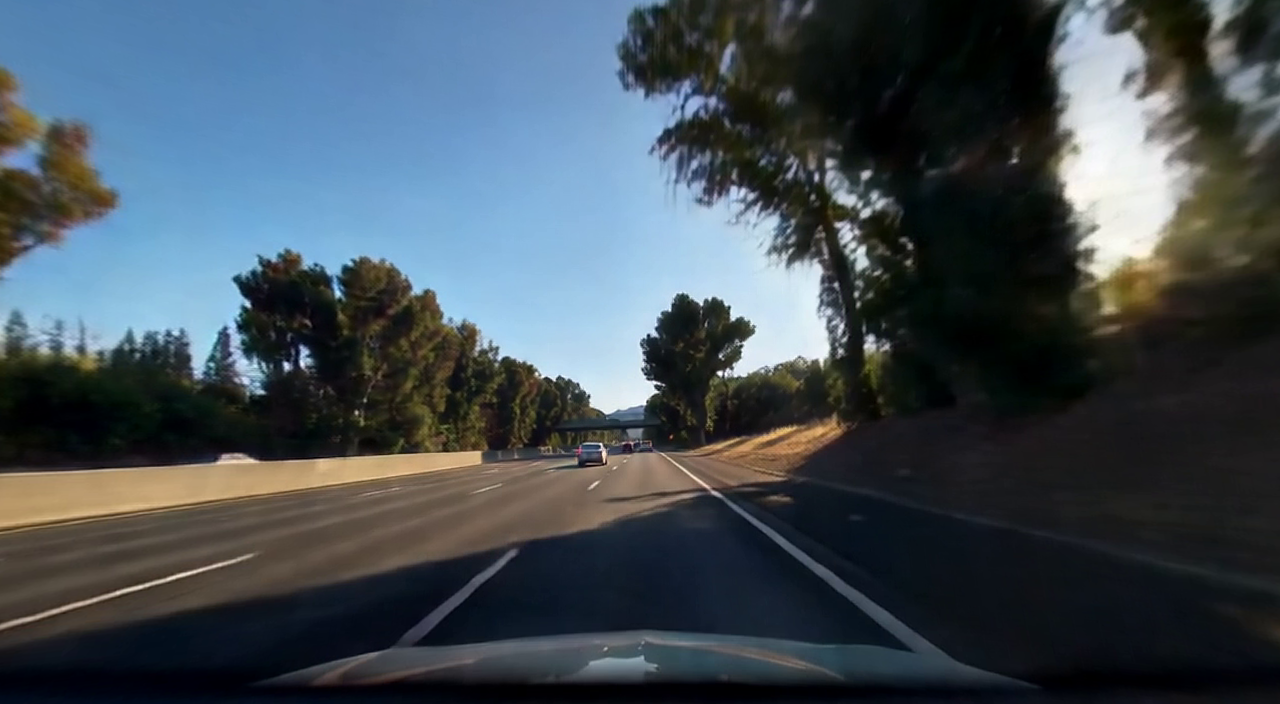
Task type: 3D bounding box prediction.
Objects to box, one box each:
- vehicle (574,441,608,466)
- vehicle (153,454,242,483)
[{"bbox_3d":[-3.330,6.939,43.399,1.993,1.589,3.898,0,-8,1],"label":"vehicle"},{"bbox_3d":[-25.302,6.652,36.304,1.764,1.473,4.547,0,-8,1],"label":"vehicle"}]
